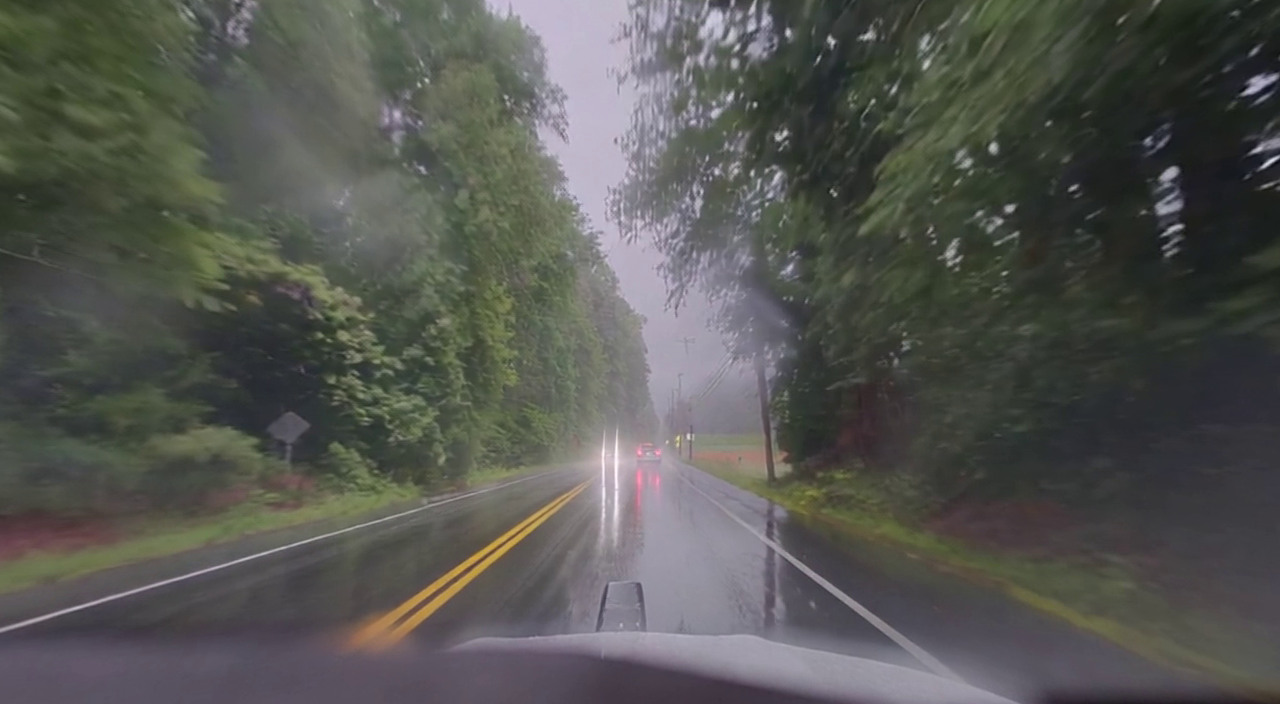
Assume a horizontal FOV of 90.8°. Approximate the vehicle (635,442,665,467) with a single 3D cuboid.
[{"bbox_3d":[0.688,7.532,46.566,2.083,1.767,4.448,-1,-9,0],"label":"vehicle"}]
